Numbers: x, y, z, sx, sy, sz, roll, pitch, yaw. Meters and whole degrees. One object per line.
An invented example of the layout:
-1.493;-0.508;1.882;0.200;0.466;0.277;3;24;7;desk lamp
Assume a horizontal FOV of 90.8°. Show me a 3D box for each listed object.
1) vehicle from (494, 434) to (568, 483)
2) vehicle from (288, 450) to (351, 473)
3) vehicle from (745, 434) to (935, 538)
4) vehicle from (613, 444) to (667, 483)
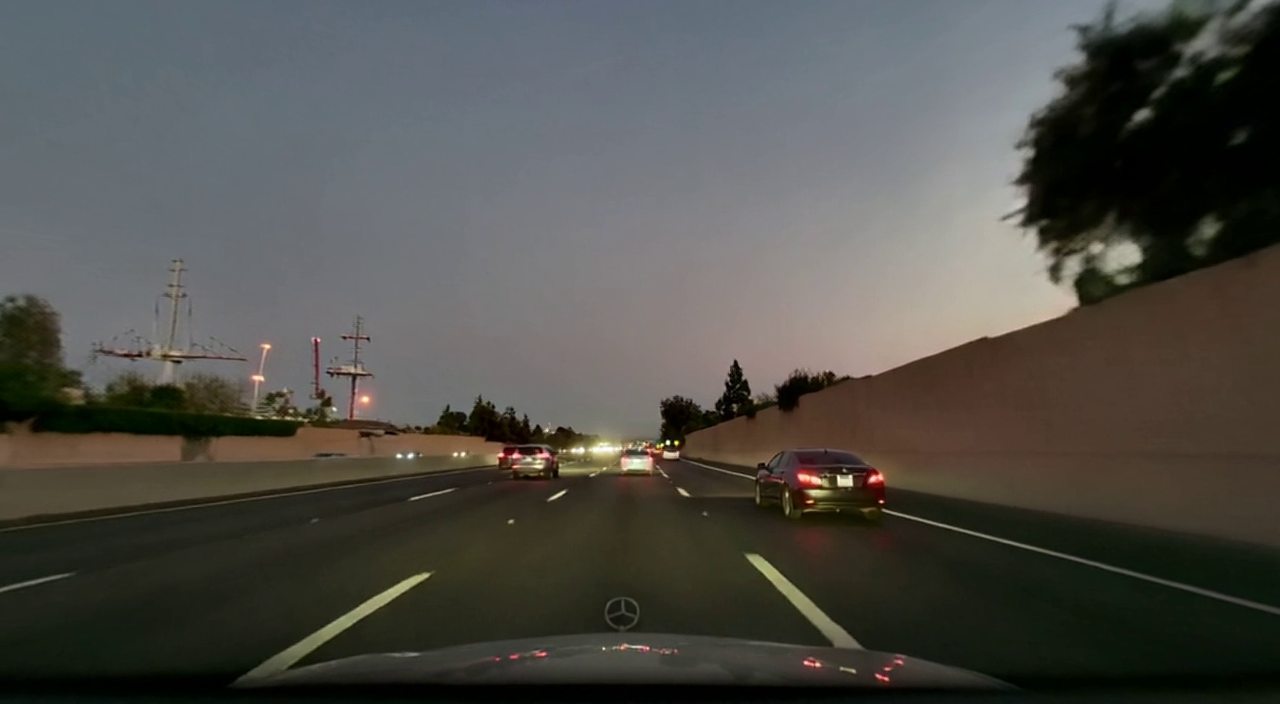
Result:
-4.237;4.238;25.388;2.121;1.775;4.335;0;-8;1;vehicle
-22.721;7.785;45.000;1.882;1.487;4.861;0;-8;0;vehicle
3.316;2.296;11.586;1.917;1.507;4.540;0;-8;-1;vehicle
-0.013;4.497;25.779;2.045;1.452;4.040;0;-8;-1;vehicle
